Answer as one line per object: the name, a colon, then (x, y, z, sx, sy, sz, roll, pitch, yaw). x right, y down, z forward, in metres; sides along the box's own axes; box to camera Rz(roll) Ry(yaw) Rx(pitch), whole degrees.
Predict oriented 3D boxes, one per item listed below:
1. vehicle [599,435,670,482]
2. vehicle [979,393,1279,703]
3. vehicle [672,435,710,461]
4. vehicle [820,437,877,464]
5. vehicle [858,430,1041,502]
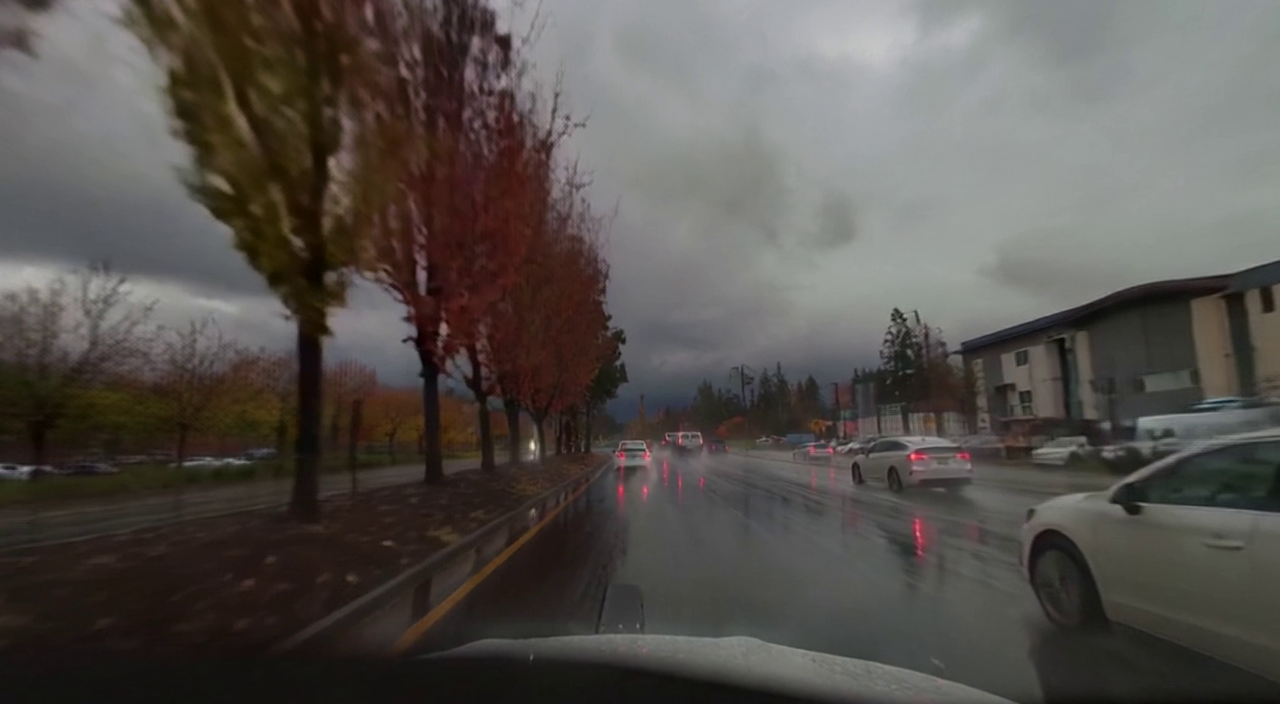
vehicle: (-0.201, 3.780, 22.711, 2.289, 1.471, 4.477, 0, -8, -1)
vehicle: (3.685, 0.923, 2.621, 2.094, 1.480, 4.323, 0, -8, -1)
vehicle: (3.468, 6.687, 44.084, 2.188, 1.760, 4.297, 0, -8, -1)
vehicle: (14.608, 6.948, 44.586, 2.205, 1.754, 4.925, 0, -8, -2)
vehicle: (7.334, 2.748, 15.671, 2.111, 1.493, 4.639, 0, -8, -1)
